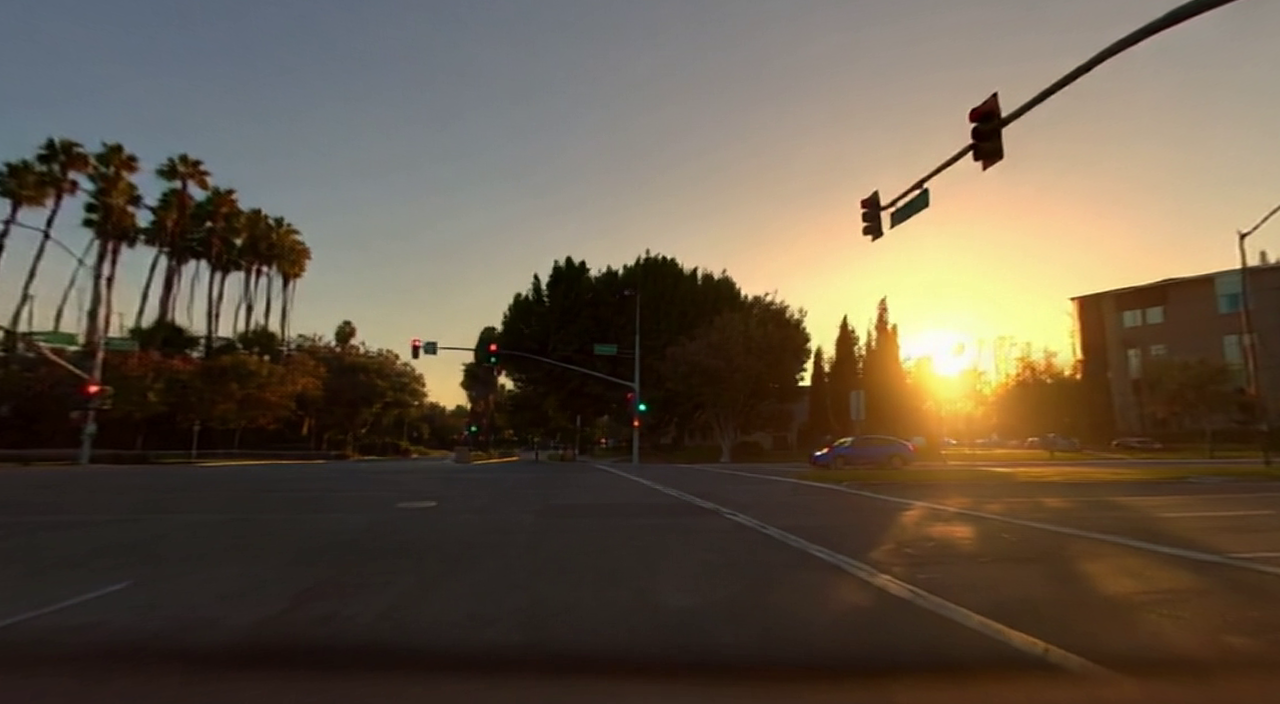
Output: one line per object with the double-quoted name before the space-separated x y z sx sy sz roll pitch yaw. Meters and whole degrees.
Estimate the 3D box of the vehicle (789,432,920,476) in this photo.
"vehicle" 9.087 4.350 26.859 4.820 1.751 2.050 1 -9 -7
